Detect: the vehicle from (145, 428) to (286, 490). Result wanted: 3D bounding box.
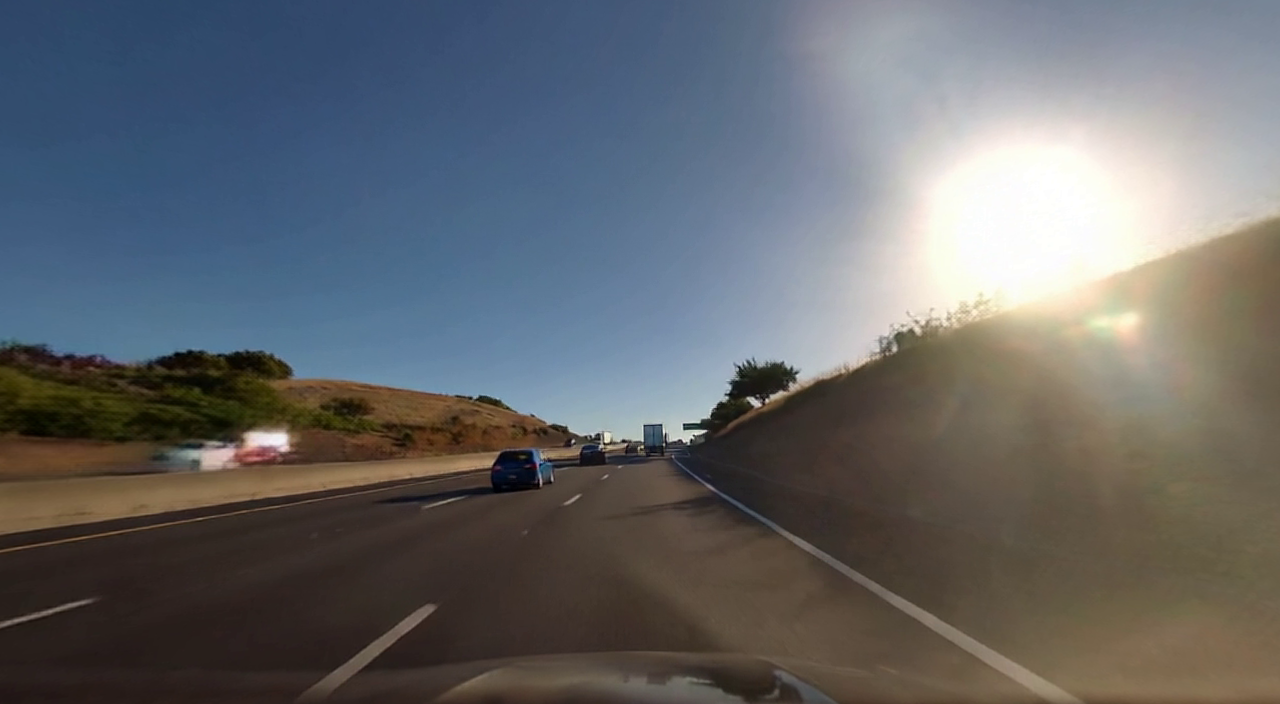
[{"bbox_3d":[-18.596,4.723,28.110,2.374,2.487,5.476,0,-9,1],"label":"vehicle"}]

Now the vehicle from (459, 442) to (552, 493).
[{"bbox_3d":[-4.263,3.729,20.711,2.078,1.469,4.371,0,-9,0],"label":"vehicle"}]

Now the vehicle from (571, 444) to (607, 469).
[{"bbox_3d":[-3.251,6.737,40.770,1.943,1.460,3.961,0,-9,1],"label":"vehicle"}]
